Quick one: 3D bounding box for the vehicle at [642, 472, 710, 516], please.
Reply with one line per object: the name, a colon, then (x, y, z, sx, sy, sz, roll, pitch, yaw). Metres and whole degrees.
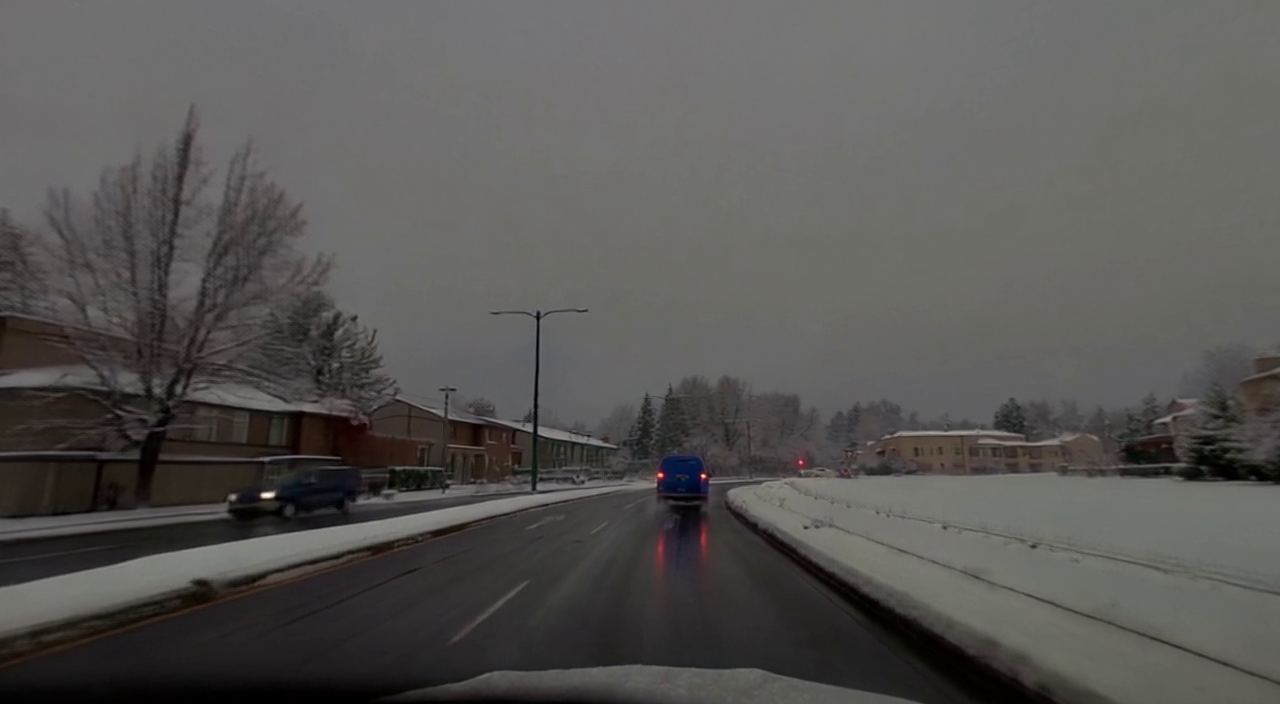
vehicle: (1.385, 4.824, 21.803, 1.972, 1.250, 5.282, -1, -11, 7)

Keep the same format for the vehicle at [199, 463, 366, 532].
vehicle: (-10.728, 4.375, 19.451, 2.066, 1.744, 4.771, -4, -11, 5)
